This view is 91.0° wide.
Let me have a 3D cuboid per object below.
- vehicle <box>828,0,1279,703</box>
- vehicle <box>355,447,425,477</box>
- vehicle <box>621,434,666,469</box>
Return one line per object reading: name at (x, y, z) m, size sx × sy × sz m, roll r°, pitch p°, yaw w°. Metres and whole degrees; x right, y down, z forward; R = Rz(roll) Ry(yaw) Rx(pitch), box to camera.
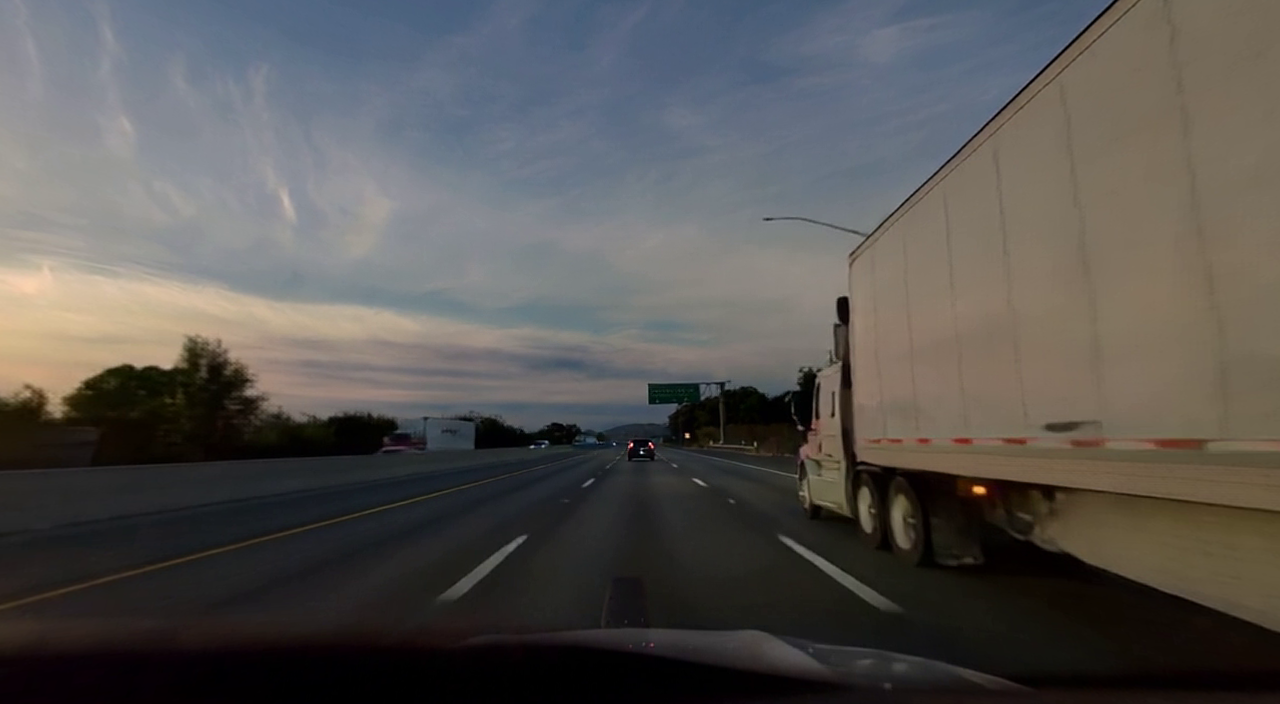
vehicle at (4.157, -0.593, 1.069) m, size 2.936 × 4.125 × 15.204 m, roll 0°, pitch -8°, yaw 0°
vehicle at (-14.098, 6.195, 35.746) m, size 1.980 × 1.528 × 4.504 m, roll 0°, pitch -8°, yaw 2°
vehicle at (0.183, 4.972, 31.682) m, size 2.111 × 1.635 × 4.177 m, roll 0°, pitch -8°, yaw 1°
